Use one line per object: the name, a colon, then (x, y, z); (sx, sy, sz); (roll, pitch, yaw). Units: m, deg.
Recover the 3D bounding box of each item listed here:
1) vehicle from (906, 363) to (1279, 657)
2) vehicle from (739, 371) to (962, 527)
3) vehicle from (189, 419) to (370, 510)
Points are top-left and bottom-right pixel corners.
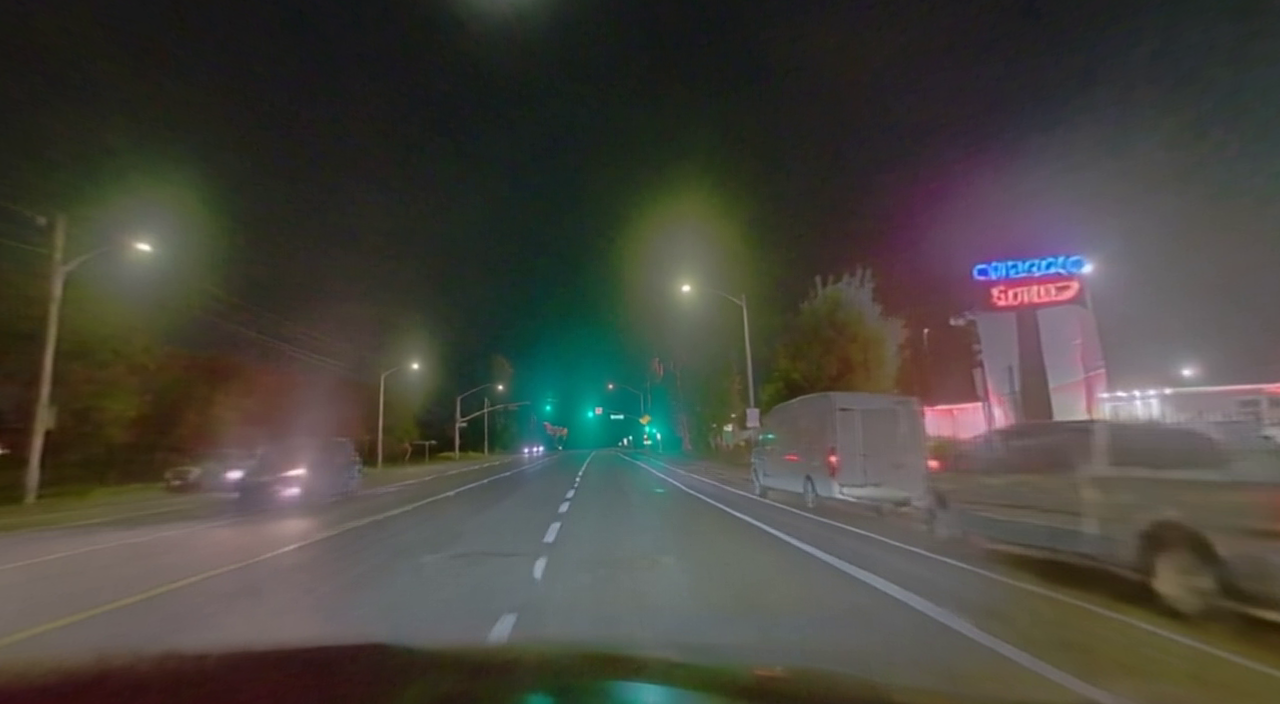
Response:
vehicle: (5.212, 1.451, 6.918); (2.002, 2.010, 5.145); (1, -8, -4)
vehicle: (4.496, 2.192, 15.057); (2.739, 2.866, 6.142); (-1, -7, -4)
vehicle: (-9.188, 2.889, 16.703); (2.235, 2.023, 4.923); (1, -8, -6)
